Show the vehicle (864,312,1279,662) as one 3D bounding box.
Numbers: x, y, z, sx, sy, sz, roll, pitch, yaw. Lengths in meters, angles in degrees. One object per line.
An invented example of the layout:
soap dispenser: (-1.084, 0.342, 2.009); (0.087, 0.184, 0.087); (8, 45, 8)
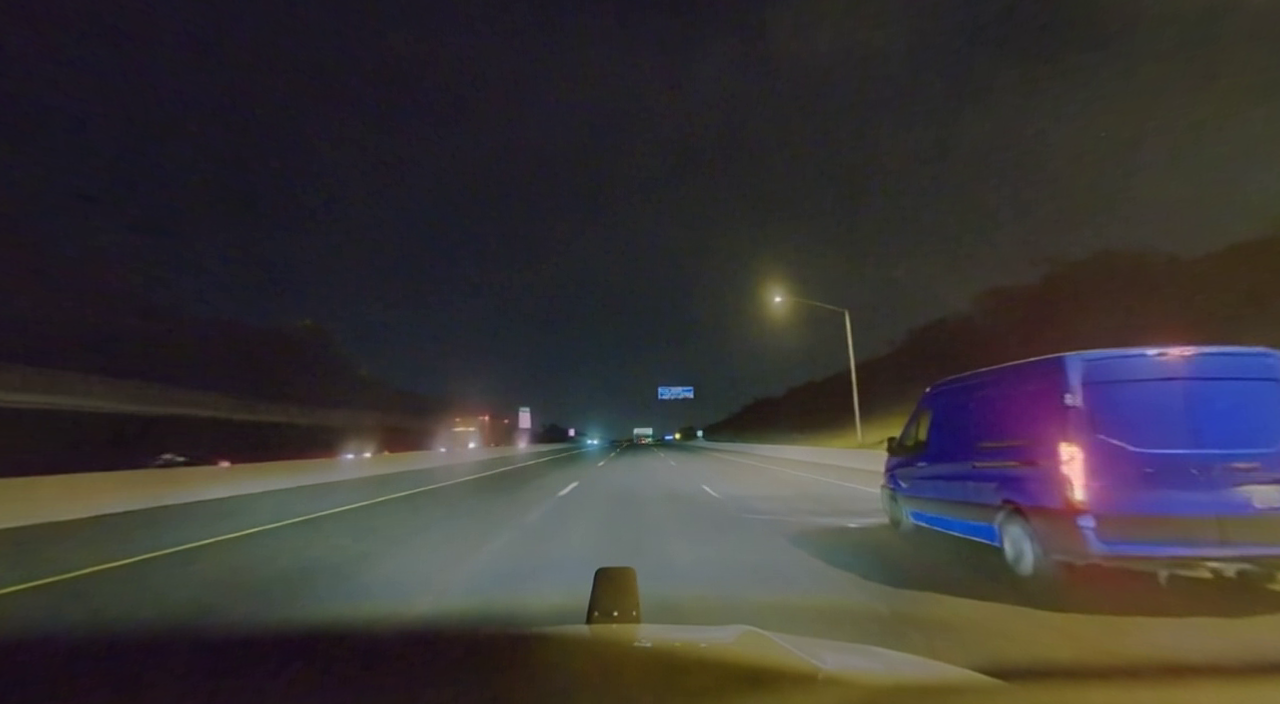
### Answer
vehicle: (4.127, 1.074, 5.999); (2.161, 2.002, 4.631); (0, -8, -1)

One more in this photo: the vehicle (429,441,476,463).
vehicle: (-13.439, 7.187, 45.411); (1.923, 1.526, 4.507); (-1, -8, 1)

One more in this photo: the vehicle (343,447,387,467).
vehicle: (-21.422, 8.144, 49.088); (1.710, 1.440, 3.716); (-1, -8, 1)

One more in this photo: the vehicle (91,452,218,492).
vehicle: (-21.040, 5.177, 27.587); (1.915, 1.496, 4.639); (0, -8, -1)
